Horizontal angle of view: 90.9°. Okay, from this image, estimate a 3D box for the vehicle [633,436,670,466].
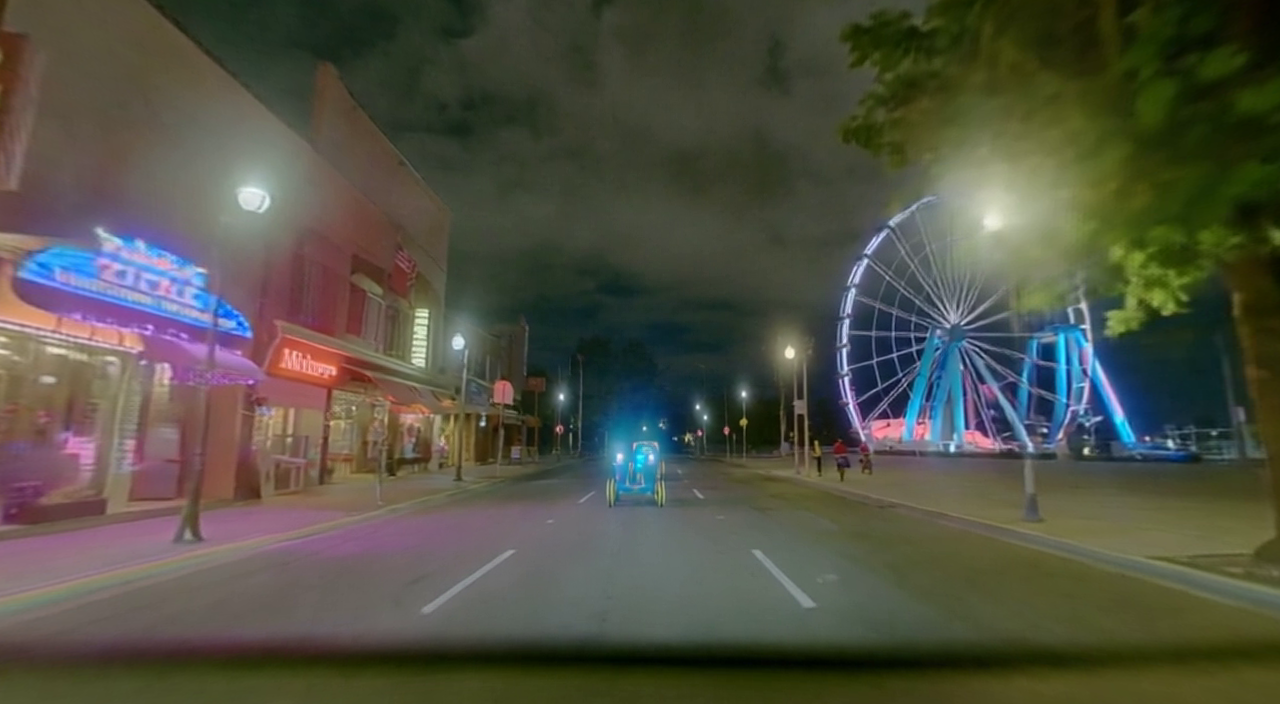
[{"bbox_3d":[0.746,6.310,40.362,2.221,1.773,4.228,-1,-9,1],"label":"vehicle"}]
